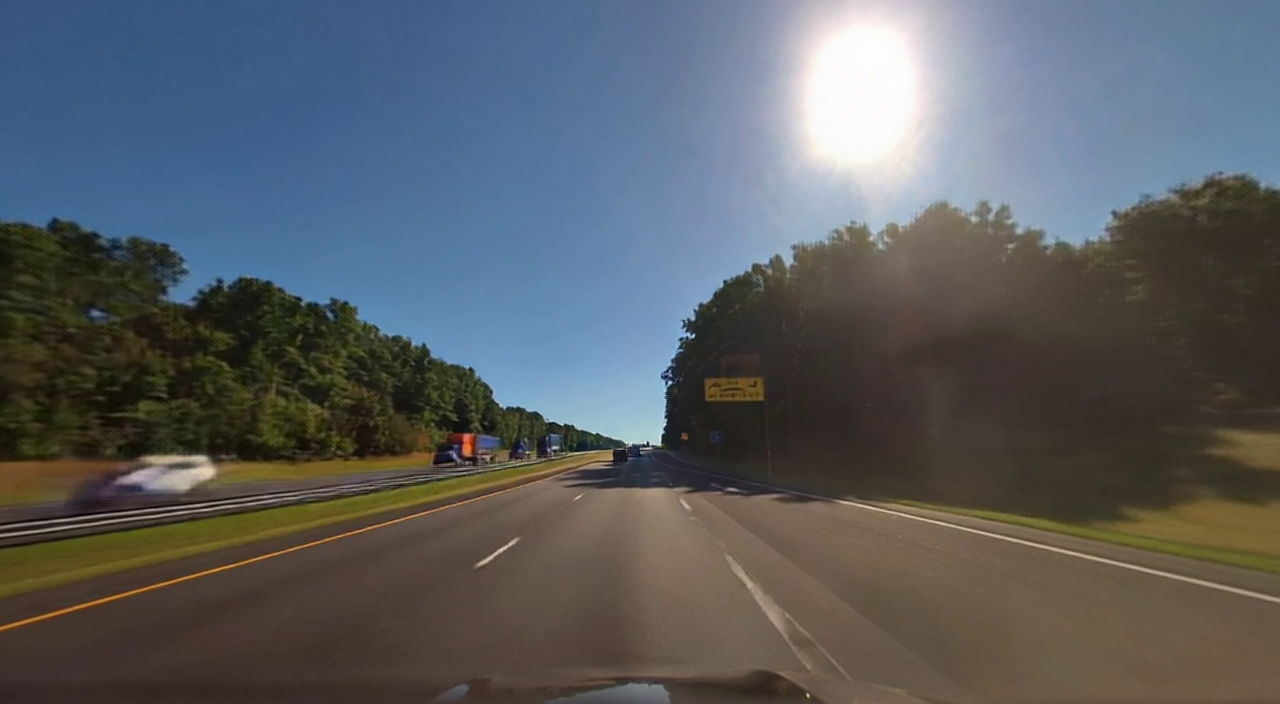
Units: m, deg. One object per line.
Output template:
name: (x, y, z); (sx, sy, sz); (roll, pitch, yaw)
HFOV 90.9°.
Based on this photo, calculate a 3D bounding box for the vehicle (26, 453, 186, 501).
vehicle: (-18.797, 4.392, 22.508); (1.861, 1.480, 4.413); (0, -9, 0)
